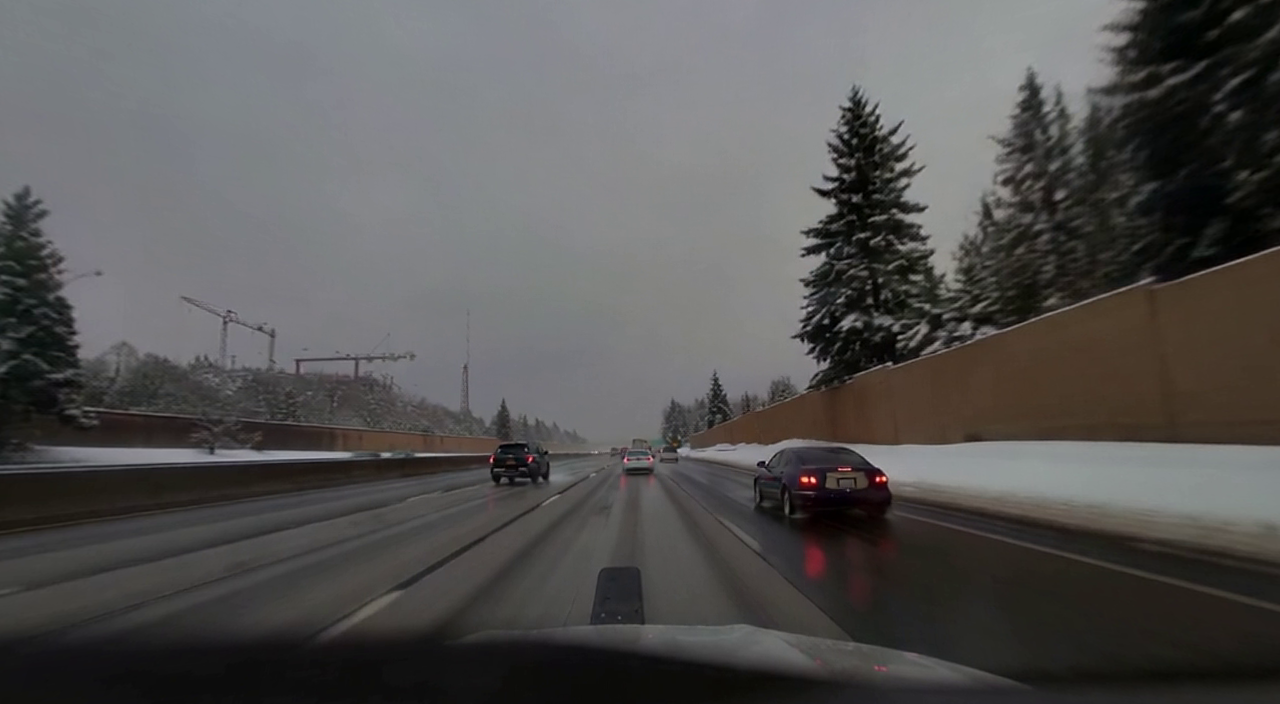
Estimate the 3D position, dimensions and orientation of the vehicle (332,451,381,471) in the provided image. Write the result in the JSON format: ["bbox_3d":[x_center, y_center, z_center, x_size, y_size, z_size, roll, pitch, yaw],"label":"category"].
[{"bbox_3d":[-22.202,8.539,49.619,1.731,1.441,4.380,-1,-8,1],"label":"vehicle"}]

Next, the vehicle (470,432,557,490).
[{"bbox_3d":[-4.259,3.740,22.026,2.121,1.775,4.335,0,-8,0],"label":"vehicle"}]

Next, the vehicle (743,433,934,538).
[{"bbox_3d":[3.285,2.281,11.550,1.917,1.507,4.540,0,-8,-1],"label":"vehicle"}]

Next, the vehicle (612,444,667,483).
[{"bbox_3d":[-0.052,4.476,25.708,2.045,1.452,4.040,0,-8,-1],"label":"vehicle"}]
